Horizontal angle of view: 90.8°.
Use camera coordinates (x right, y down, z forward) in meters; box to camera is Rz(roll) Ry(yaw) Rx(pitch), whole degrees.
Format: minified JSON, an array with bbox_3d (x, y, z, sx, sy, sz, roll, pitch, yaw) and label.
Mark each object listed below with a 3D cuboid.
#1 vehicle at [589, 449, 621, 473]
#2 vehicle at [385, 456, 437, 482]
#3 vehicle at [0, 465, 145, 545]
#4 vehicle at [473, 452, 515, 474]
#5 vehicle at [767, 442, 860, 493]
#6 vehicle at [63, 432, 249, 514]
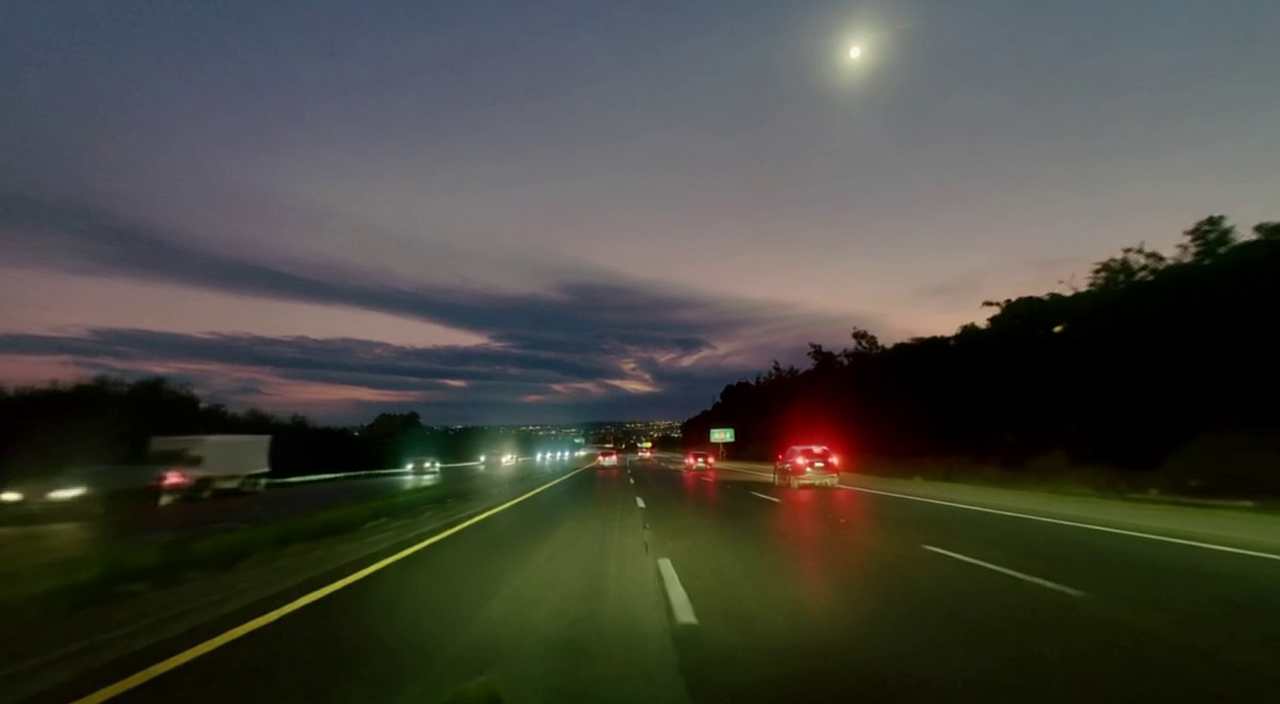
[{"bbox_3d":[-2.328,7.352,42.805,2.021,1.507,4.272,0,-9,-2],"label":"vehicle"},{"bbox_3d":[-14.596,7.481,40.430,1.908,1.493,4.047,0,-9,-1],"label":"vehicle"},{"bbox_3d":[-13.849,3.382,14.303,1.897,1.488,4.214,0,-9,-2],"label":"vehicle"},{"bbox_3d":[-10.931,8.334,47.515,2.097,1.503,4.780,0,-9,-1],"label":"vehicle"},{"bbox_3d":[5.769,3.887,21.509,1.903,1.566,3.866,0,-9,-3],"label":"vehicle"},{"bbox_3d":[-17.661,4.409,23.604,2.368,2.652,5.789,0,-9,-2],"label":"vehicle"}]
